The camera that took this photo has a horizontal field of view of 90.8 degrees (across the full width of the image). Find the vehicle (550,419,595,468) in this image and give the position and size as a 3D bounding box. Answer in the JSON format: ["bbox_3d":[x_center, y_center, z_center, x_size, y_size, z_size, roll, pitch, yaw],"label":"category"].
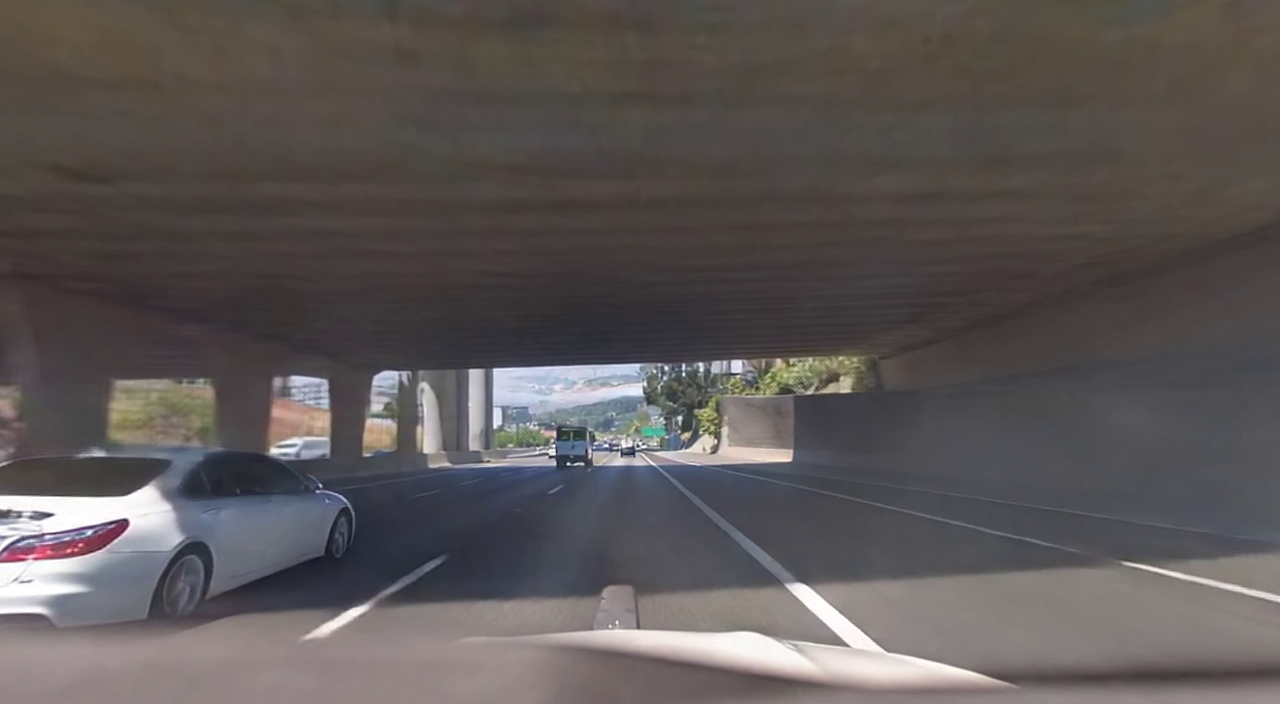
[{"bbox_3d":[-4.357,6.120,42.139,2.364,2.953,6.732,0,-8,-1],"label":"vehicle"}]

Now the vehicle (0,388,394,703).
[{"bbox_3d":[-3.864,1.270,4.948,2.025,1.556,4.594,0,-8,0],"label":"vehicle"}]
